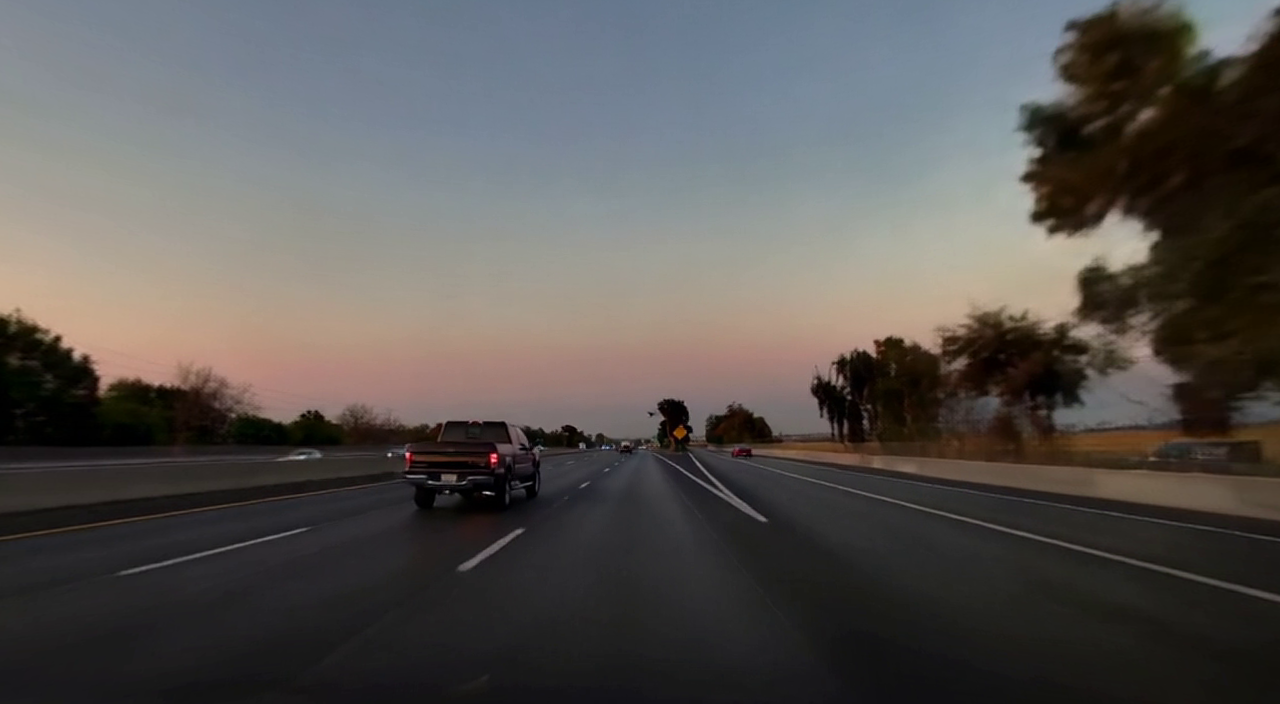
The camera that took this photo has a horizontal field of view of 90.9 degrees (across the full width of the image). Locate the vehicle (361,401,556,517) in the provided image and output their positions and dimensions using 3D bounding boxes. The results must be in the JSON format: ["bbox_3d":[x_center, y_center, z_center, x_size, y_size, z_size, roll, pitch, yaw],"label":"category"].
[{"bbox_3d":[-3.686,2.372,14.478,2.601,2.084,6.068,0,-8,0],"label":"vehicle"}]

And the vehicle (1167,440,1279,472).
[{"bbox_3d":[45.095,7.996,48.765,3.014,2.325,6.479,0,-9,0],"label":"vehicle"}]
